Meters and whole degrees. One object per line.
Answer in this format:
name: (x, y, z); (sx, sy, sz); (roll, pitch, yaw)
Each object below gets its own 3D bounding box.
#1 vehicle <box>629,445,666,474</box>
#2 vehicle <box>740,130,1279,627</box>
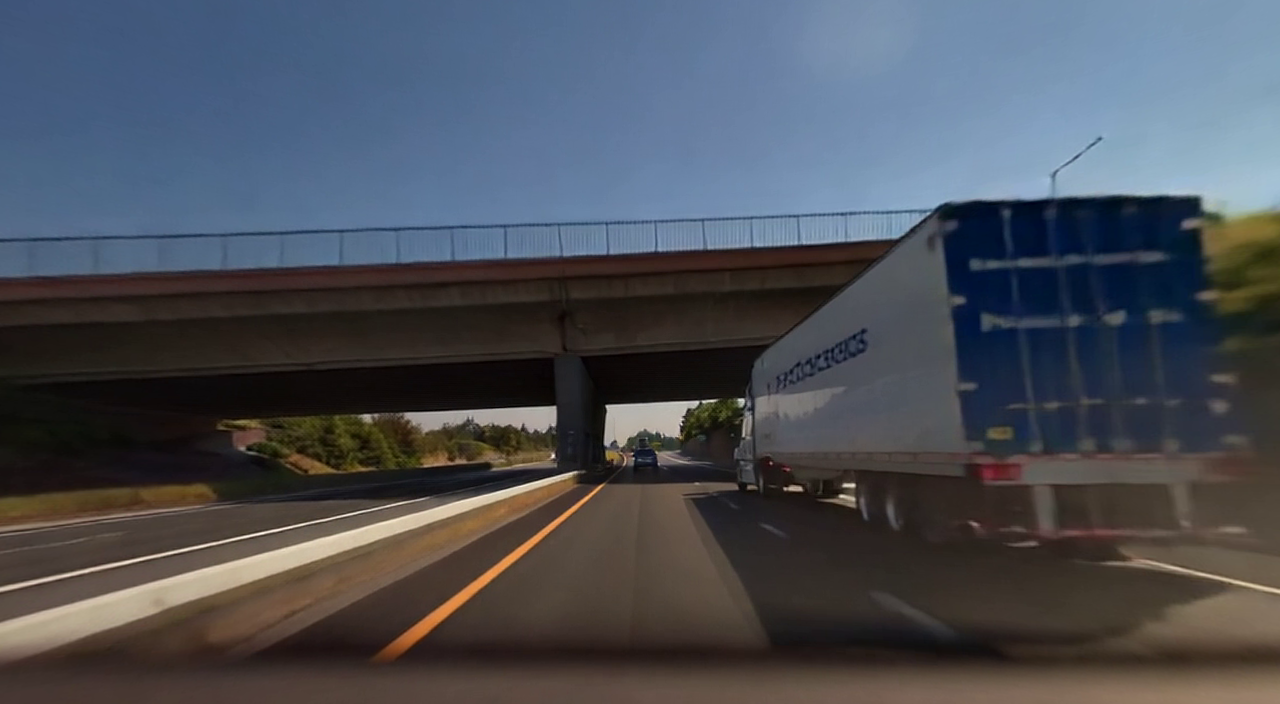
vehicle: (0.422, 6.643, 38.841); (2.160, 1.691, 4.243); (0, -9, 0)
vehicle: (4.827, 1.248, 12.707); (3.167, 4.180, 14.924); (2, -9, 0)
